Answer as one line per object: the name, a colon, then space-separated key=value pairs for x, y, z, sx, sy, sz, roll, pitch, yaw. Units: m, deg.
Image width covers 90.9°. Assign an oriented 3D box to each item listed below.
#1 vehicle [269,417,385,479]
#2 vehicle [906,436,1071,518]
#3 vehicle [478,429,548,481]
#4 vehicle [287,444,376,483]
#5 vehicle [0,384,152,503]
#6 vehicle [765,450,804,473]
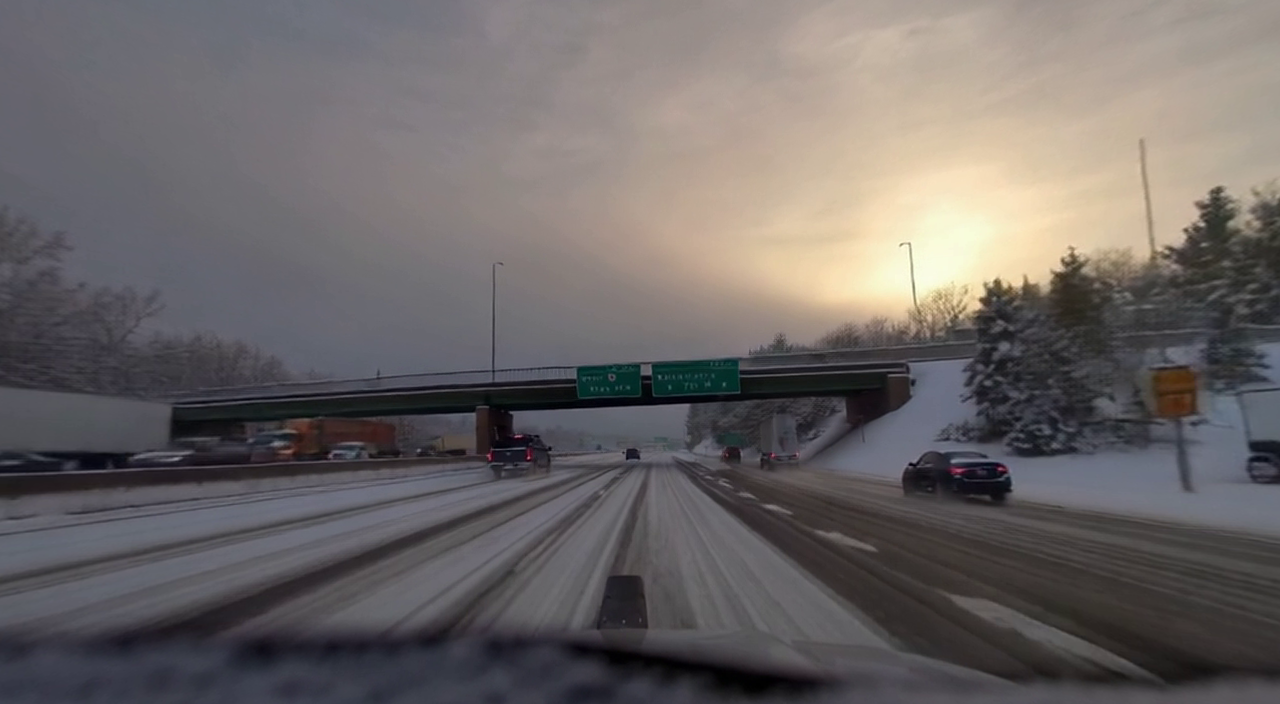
vehicle: x=-19.442 y=6.026 z=39.882 sx=3.085 sy=3.485 sz=7.854 roll=0 pitch=-8 yaw=1
vehicle: x=9.269 y=3.314 z=17.344 sx=2.146 sy=1.929 sz=4.388 roll=-1 pitch=-8 yaw=3
vehicle: x=-6.248 y=5.157 z=31.881 sx=2.264 sy=2.379 sz=5.248 roll=-1 pitch=-8 yaw=2
vehicle: x=-15.882 y=5.730 z=32.819 sx=2.074 sy=1.862 sz=4.805 roll=0 pitch=-8 yaw=2
vehicle: x=-23.728 y=3.409 z=23.483 sx=2.945 sy=4.107 sz=9.775 roll=0 pitch=-8 yaw=2
vehicle: x=10.940 y=8.332 z=48.141 sx=2.036 sy=1.596 sz=4.479 roll=0 pitch=-8 yaw=1
